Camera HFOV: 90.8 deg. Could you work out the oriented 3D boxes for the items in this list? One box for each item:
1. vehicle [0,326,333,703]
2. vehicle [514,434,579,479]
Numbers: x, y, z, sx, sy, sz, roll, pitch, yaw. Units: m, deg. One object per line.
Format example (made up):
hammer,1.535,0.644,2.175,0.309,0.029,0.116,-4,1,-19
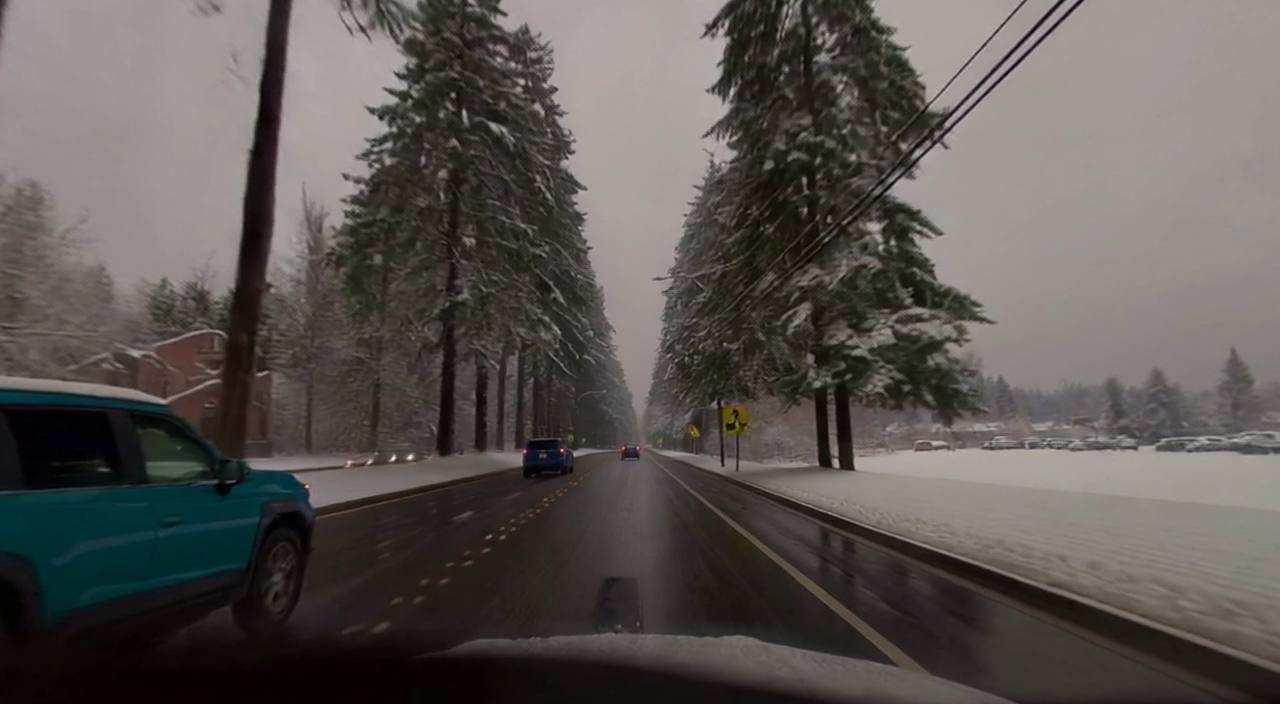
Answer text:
vehicle,-3.527,0.843,2.851,2.152,1.731,4.335,0,-8,-1
vehicle,-3.881,4.422,26.972,2.078,1.748,4.279,0,-8,0
